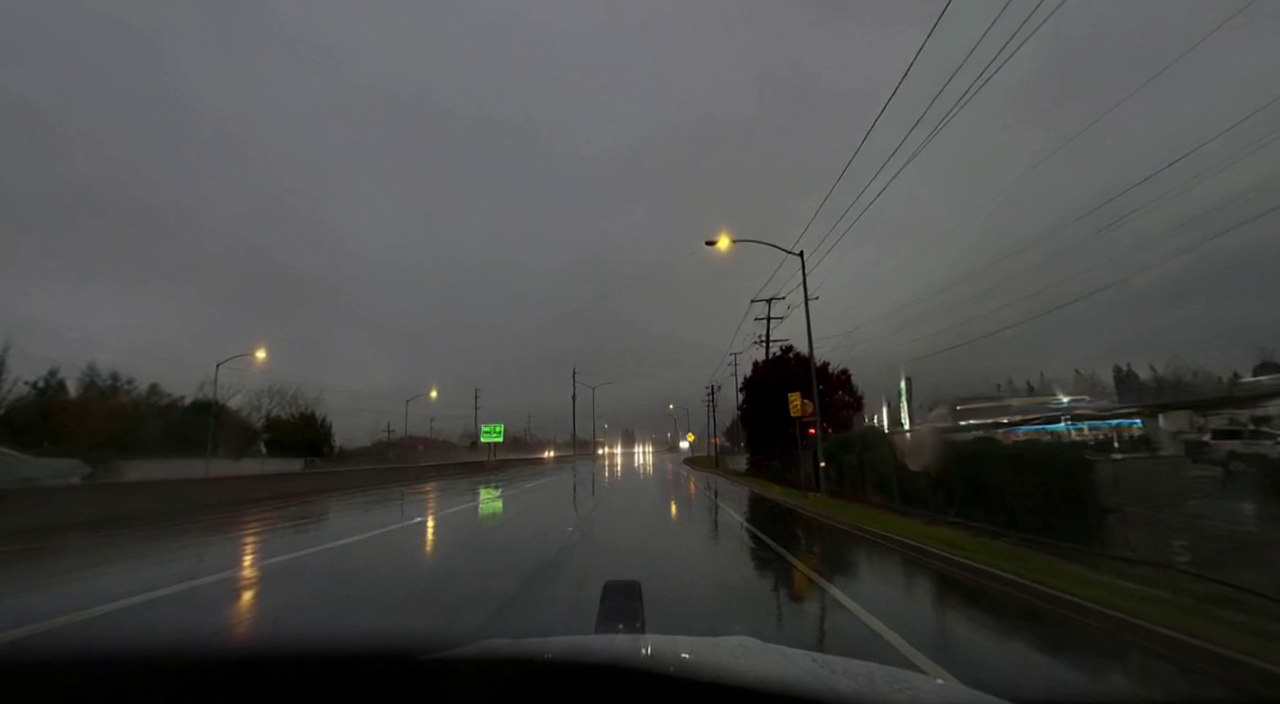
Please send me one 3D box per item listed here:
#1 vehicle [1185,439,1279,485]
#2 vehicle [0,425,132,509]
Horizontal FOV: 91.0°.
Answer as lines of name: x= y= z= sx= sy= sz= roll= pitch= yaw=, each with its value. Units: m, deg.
vehicle: x=26.115 y=4.635 z=26.665 sx=1.915 sy=1.741 sz=5.301 roll=-3 pitch=-10 yaw=10
vehicle: x=-30.779 y=5.658 z=31.106 sx=2.974 sy=3.806 sz=10.161 roll=-1 pitch=-9 yaw=-1
